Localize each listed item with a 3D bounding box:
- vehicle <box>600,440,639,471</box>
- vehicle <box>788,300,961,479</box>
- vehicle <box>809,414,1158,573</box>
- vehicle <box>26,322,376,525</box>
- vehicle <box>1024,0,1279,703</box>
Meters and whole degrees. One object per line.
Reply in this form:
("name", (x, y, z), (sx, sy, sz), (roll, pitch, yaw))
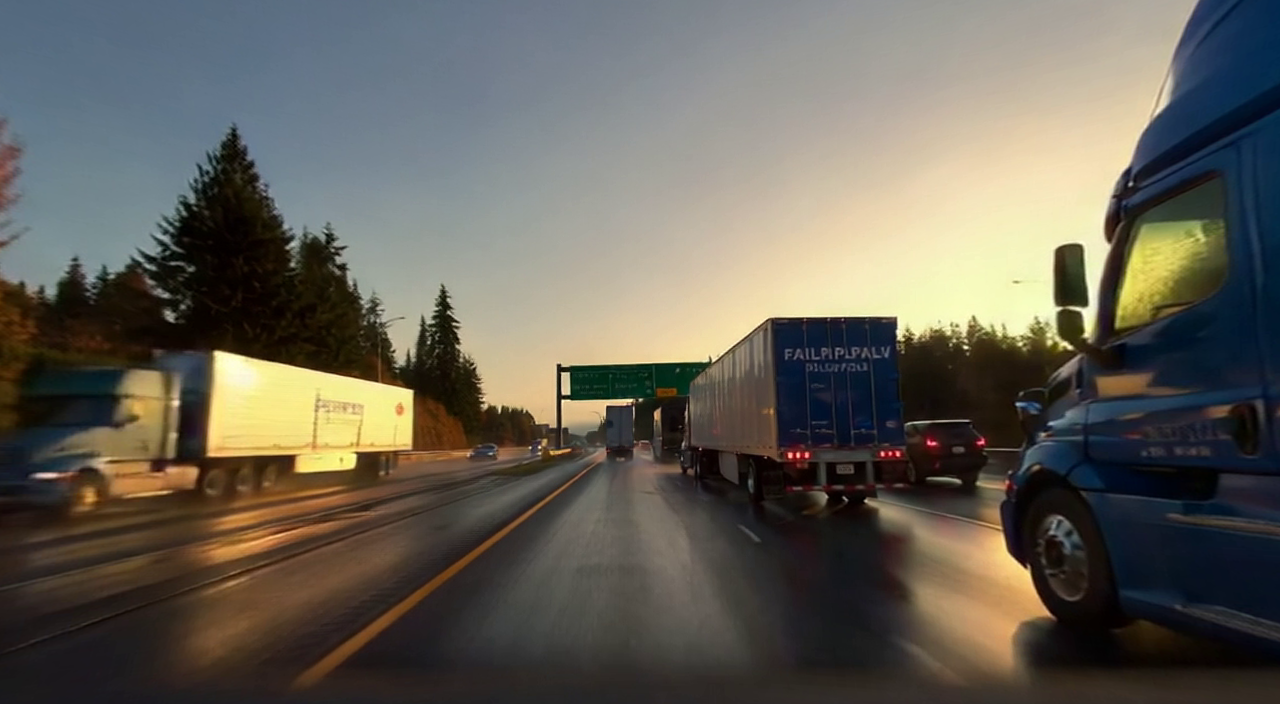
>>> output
("vehicle", (-1.051, 5.362, 32.850), (1.943, 1.491, 3.459), (0, -8, -1))
("vehicle", (4.217, 0.751, 11.743), (2.244, 3.047, 2.035), (0, -8, -2))
("vehicle", (4.515, 1.654, 8.197), (4.253, 1.543, 2.045), (4, -9, -32))
("vehicle", (-12.650, 2.472, 20.702), (2.972, 4.669, 12.286), (0, -8, -2))
("vehicle", (4.017, -0.285, 0.838), (2.951, 3.857, 5.902), (0, -8, -2))
